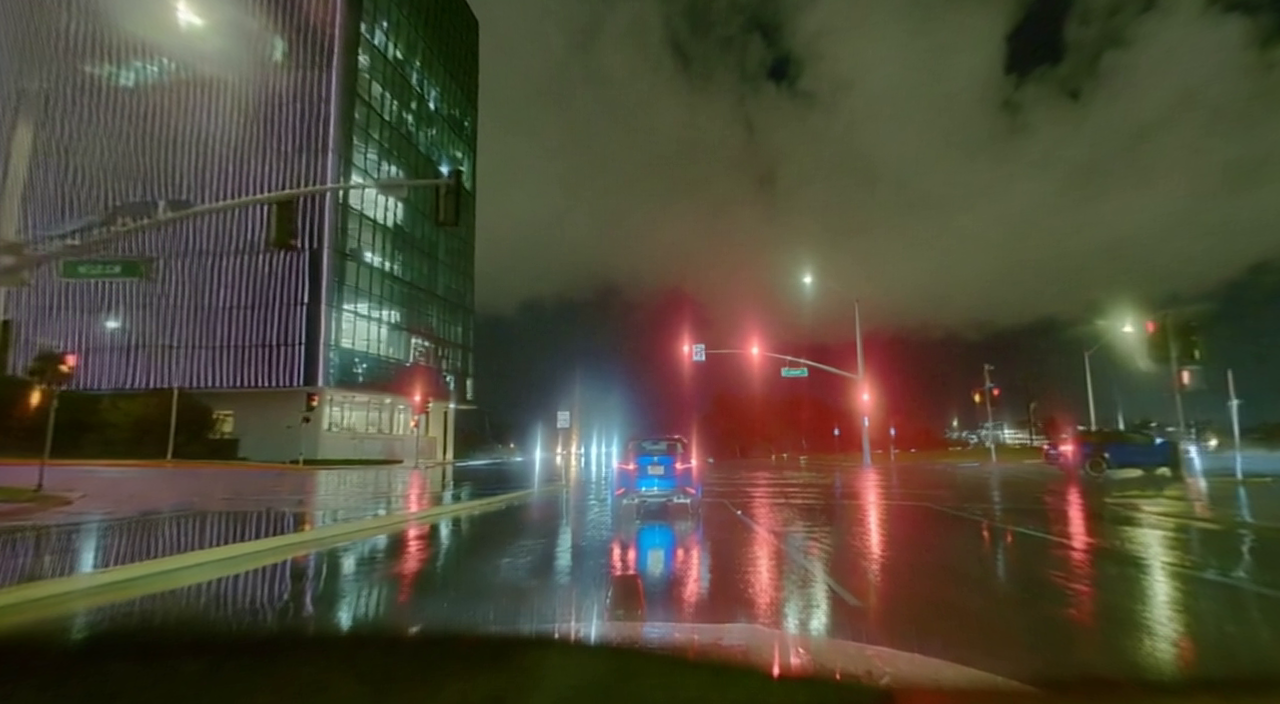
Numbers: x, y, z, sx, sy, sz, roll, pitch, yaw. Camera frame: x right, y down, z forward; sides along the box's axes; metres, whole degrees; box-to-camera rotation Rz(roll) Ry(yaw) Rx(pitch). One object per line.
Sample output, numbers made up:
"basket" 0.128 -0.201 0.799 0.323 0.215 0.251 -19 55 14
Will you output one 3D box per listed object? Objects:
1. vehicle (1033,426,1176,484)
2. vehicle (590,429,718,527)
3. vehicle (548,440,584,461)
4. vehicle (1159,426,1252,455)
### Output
"vehicle" 15.823 3.482 21.397 4.739 1.749 2.174 6 -10 -32
"vehicle" 0.356 2.305 12.078 2.014 1.525 4.197 0 -9 4
"vehicle" -5.703 7.678 49.047 2.113 1.535 4.504 0 -9 3
"vehicle" 31.126 4.914 34.786 1.743 1.472 3.772 0 -9 4
